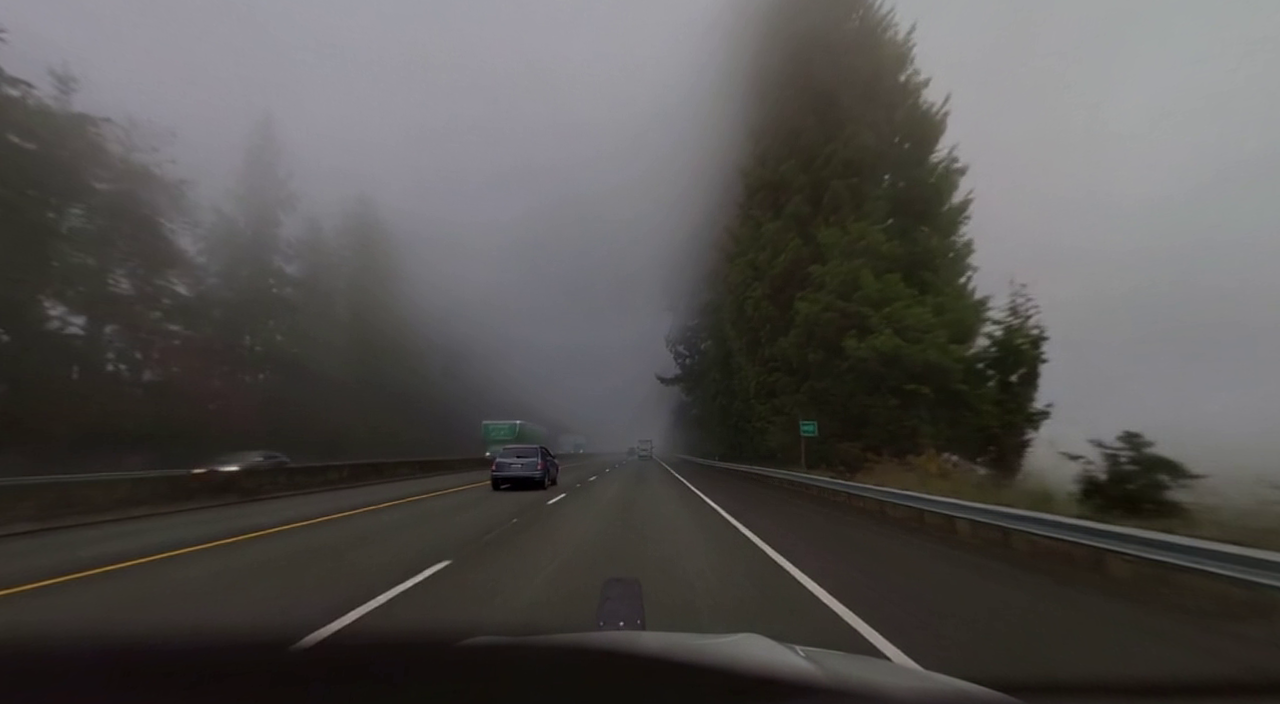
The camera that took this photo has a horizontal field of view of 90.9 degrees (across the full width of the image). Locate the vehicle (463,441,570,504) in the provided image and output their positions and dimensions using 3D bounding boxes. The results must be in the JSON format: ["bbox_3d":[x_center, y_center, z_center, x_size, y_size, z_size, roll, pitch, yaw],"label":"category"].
[{"bbox_3d":[-3.244,3.280,17.622,1.969,1.505,4.636,0,-9,1],"label":"vehicle"}]

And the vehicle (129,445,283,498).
[{"bbox_3d":[-12.777,3.520,18.889,1.846,1.407,3.852,0,-9,0],"label":"vehicle"}]
